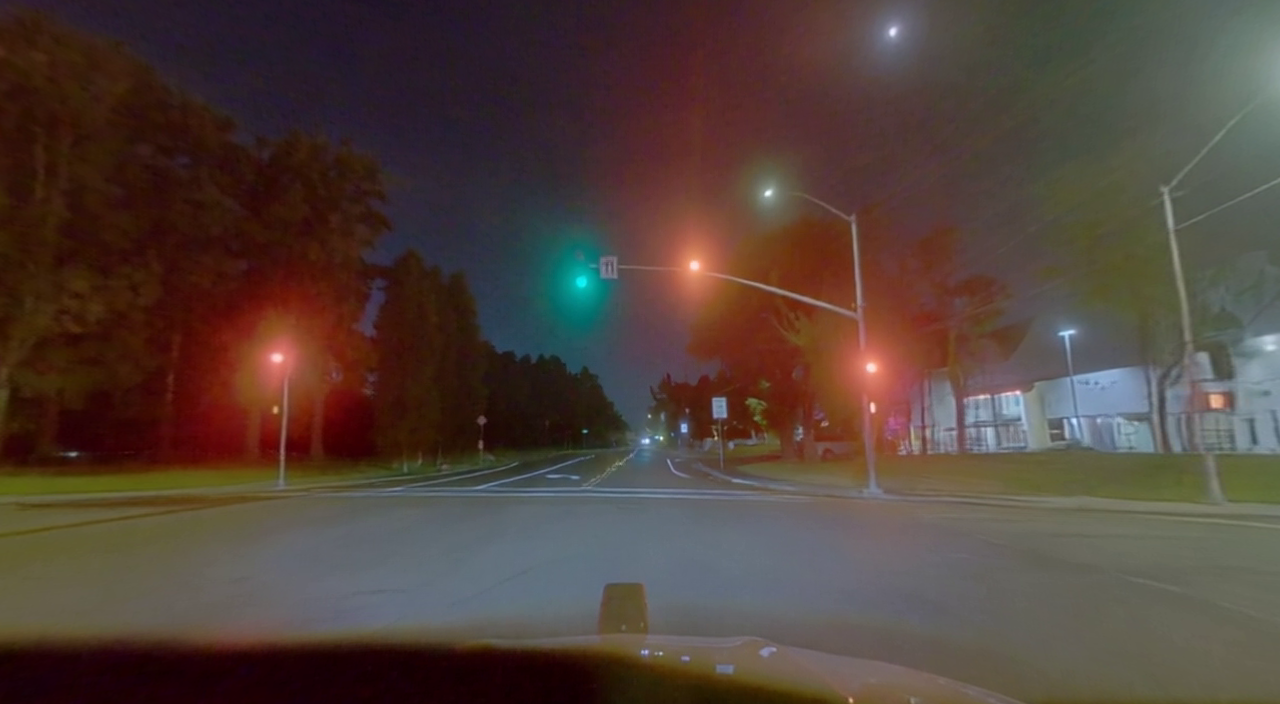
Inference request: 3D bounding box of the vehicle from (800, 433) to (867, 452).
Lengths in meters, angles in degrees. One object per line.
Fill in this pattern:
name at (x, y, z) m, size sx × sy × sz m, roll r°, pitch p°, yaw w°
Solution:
vehicle at (15.186, 7.116, 49.635) m, size 4.693 × 1.437 × 1.799 m, roll 0°, pitch -8°, yaw 3°
